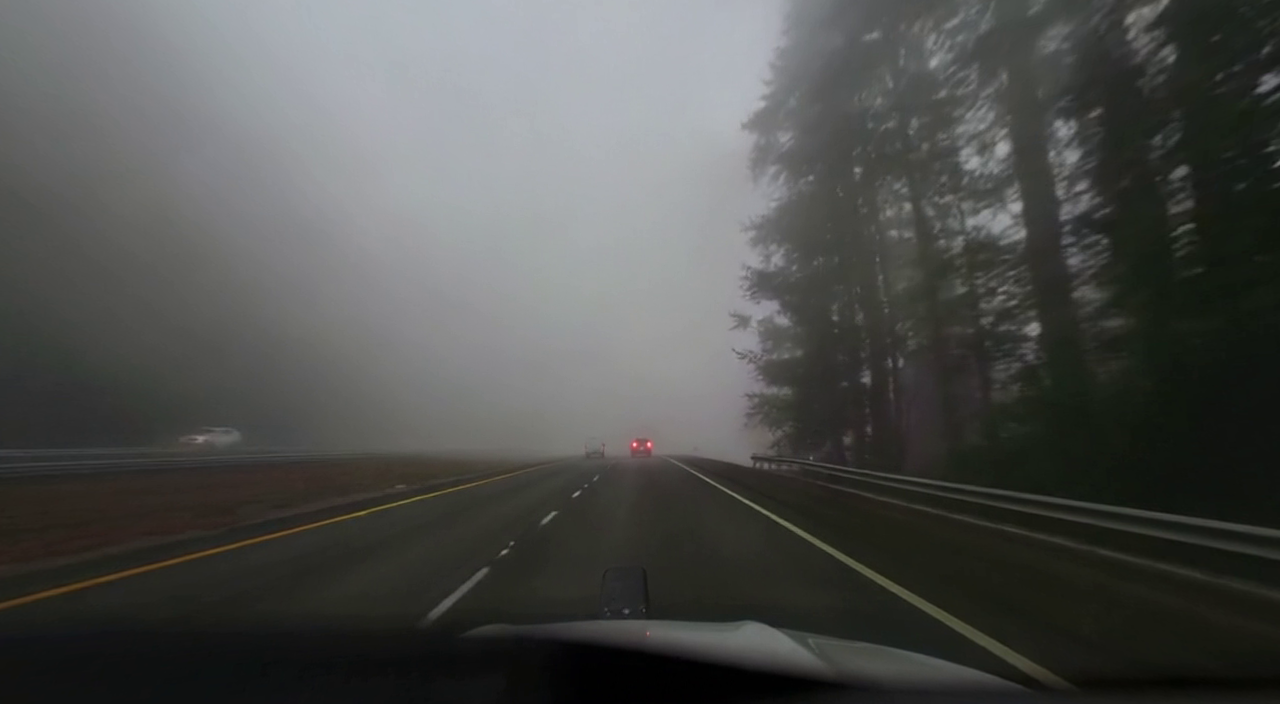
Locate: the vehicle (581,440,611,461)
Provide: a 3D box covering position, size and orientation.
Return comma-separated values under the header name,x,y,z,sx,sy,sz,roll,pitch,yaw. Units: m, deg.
name,x,y,z,sx,sy,sz,roll,pitch,yaw
vehicle,-3.313,7.424,47.635,2.057,1.514,3.845,0,-8,-1
